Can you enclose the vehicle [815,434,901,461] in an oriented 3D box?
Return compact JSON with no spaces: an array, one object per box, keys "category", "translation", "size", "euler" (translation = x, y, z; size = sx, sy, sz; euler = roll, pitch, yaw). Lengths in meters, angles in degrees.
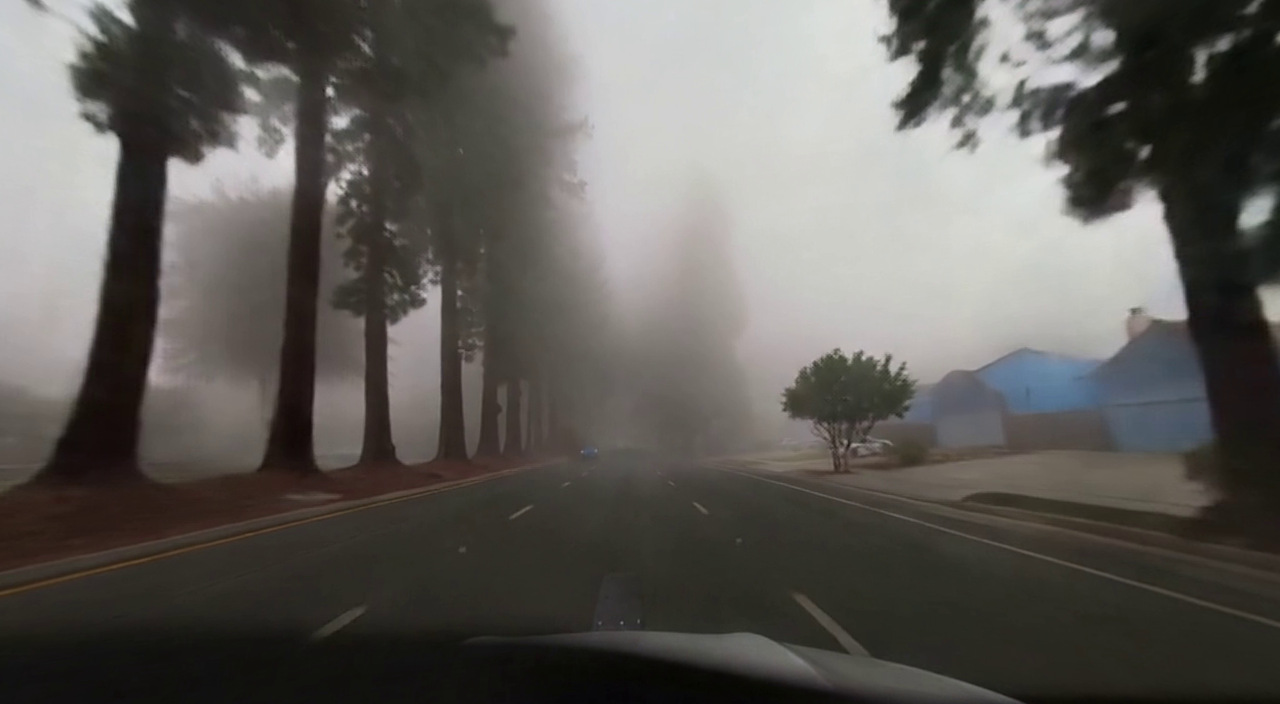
[{"category":"vehicle","translation":[12.285,5.394,35.542],"size":[4.630,1.461,1.817],"euler":[5,-9,-27]}]
